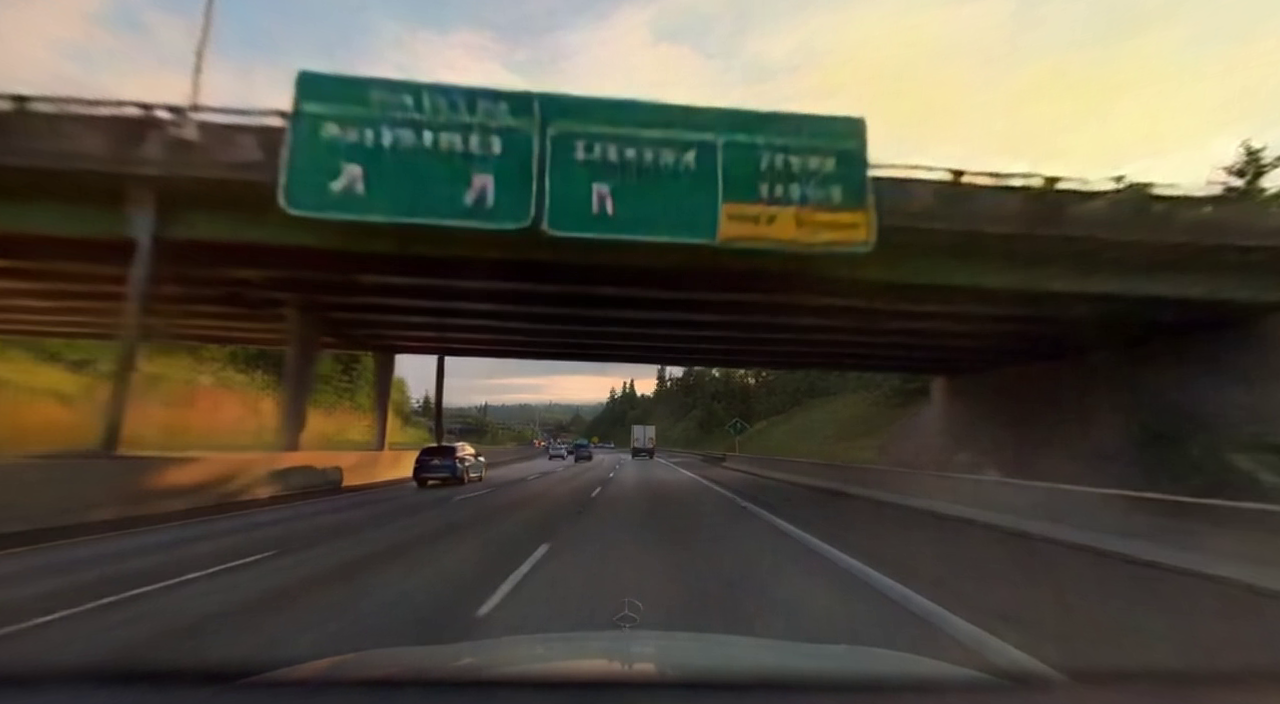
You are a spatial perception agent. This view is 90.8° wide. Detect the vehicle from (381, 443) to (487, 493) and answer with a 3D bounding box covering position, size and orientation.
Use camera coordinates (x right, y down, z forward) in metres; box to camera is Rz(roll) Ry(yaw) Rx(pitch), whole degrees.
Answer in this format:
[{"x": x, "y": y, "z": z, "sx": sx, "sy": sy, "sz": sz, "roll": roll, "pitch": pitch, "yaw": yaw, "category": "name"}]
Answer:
[{"x": -6.791, "y": 3.860, "z": 21.435, "sx": 2.038, "sy": 1.489, "sz": 4.603, "roll": 0, "pitch": -9, "yaw": 0, "category": "vehicle"}]
